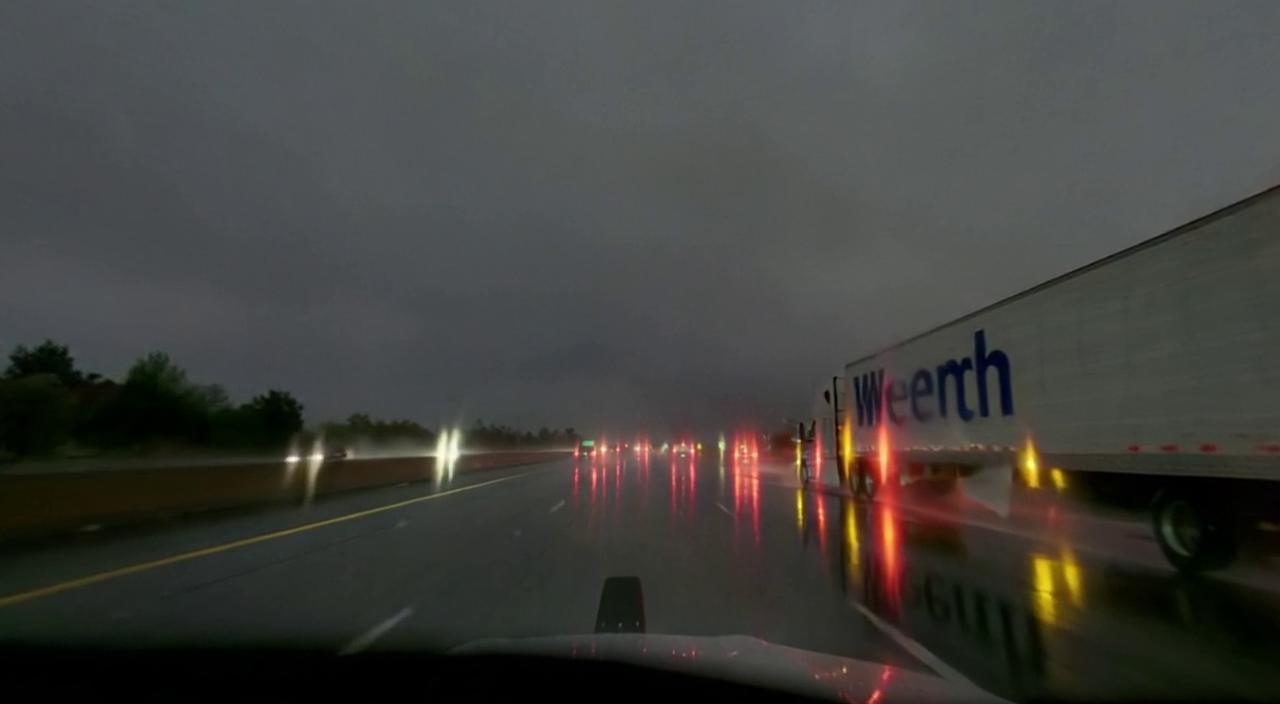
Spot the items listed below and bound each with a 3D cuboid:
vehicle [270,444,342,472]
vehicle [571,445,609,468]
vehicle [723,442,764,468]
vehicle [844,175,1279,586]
[{"bbox_3d":[-21.452,6.790,40.617,1.901,1.694,4.592,0,-9,3],"label":"vehicle"},{"bbox_3d":[-3.399,7.273,44.019,2.164,1.507,4.748,0,-9,1],"label":"vehicle"},{"bbox_3d":[7.148,7.173,43.965,2.188,1.727,4.381,0,-9,1],"label":"vehicle"},{"bbox_3d":[8.005,1.198,12.350,2.912,4.143,15.538,0,-9,0],"label":"vehicle"}]
